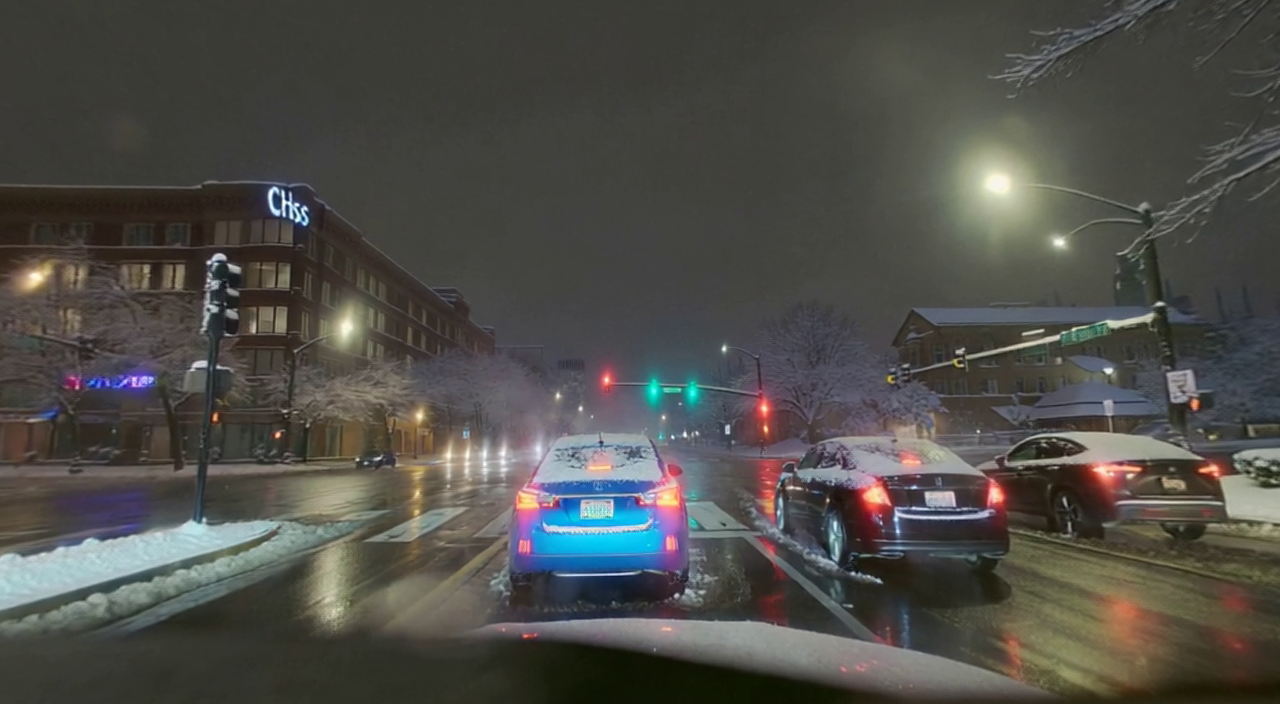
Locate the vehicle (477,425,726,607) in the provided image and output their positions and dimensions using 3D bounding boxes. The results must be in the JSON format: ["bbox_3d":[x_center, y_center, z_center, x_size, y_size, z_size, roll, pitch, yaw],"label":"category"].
[{"bbox_3d":[-0.365,1.655,7.291,2.059,1.477,3.988,0,-8,-1],"label":"vehicle"}]

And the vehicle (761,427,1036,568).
[{"bbox_3d":[3.218,1.889,8.973,2.042,1.508,4.109,0,-8,-2],"label":"vehicle"}]

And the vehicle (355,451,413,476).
[{"bbox_3d":[-16.900,7.362,41.910,2.048,1.463,4.530,0,-8,-1],"label":"vehicle"}]

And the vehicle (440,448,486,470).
[{"bbox_3d":[-13.054,7.903,46.734,2.049,1.483,4.407,0,-8,0],"label":"vehicle"}]

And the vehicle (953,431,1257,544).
[{"bbox_3d":[7.448,2.166,10.790,1.908,1.517,4.182,0,-8,-1],"label":"vehicle"}]
